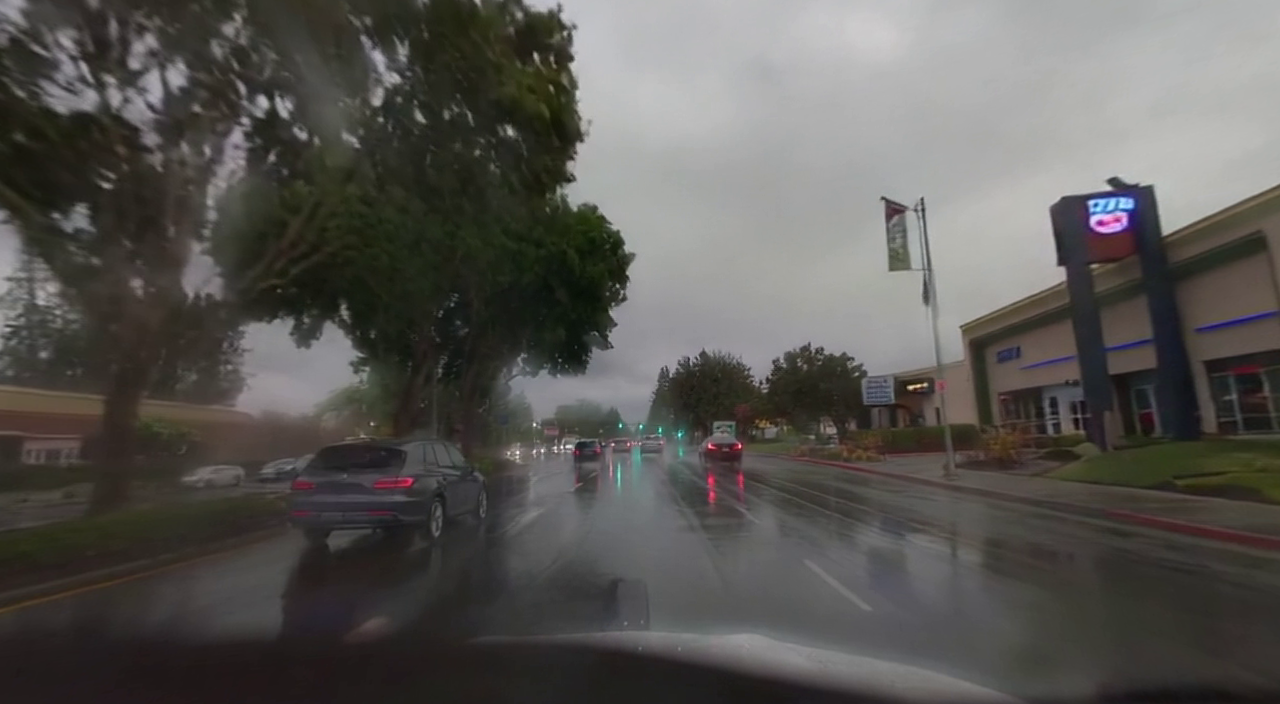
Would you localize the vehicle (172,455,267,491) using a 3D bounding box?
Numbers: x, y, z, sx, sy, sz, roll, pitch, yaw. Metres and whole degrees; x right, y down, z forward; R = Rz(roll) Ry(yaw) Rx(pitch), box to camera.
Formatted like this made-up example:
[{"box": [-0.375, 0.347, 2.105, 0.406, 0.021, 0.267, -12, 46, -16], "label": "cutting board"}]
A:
[{"box": [-22.522, 6.469, 34.006, 1.951, 1.691, 4.483, 0, -9, 1], "label": "vehicle"}]

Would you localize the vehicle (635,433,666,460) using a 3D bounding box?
[{"box": [0.782, 7.035, 46.804, 2.193, 1.873, 4.033, 0, -8, 0], "label": "vehicle"}]

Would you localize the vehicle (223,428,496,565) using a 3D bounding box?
[{"box": [-3.584, 1.909, 9.142, 1.908, 1.481, 4.351, 0, -8, 1], "label": "vehicle"}]

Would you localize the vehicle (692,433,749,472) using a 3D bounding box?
[{"box": [3.424, 4.344, 27.384, 1.922, 1.579, 3.642, 0, -8, -1], "label": "vehicle"}]

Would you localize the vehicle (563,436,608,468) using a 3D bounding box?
[{"box": [-2.955, 5.504, 34.899, 2.026, 1.665, 4.193, 0, -8, 1], "label": "vehicle"}]
